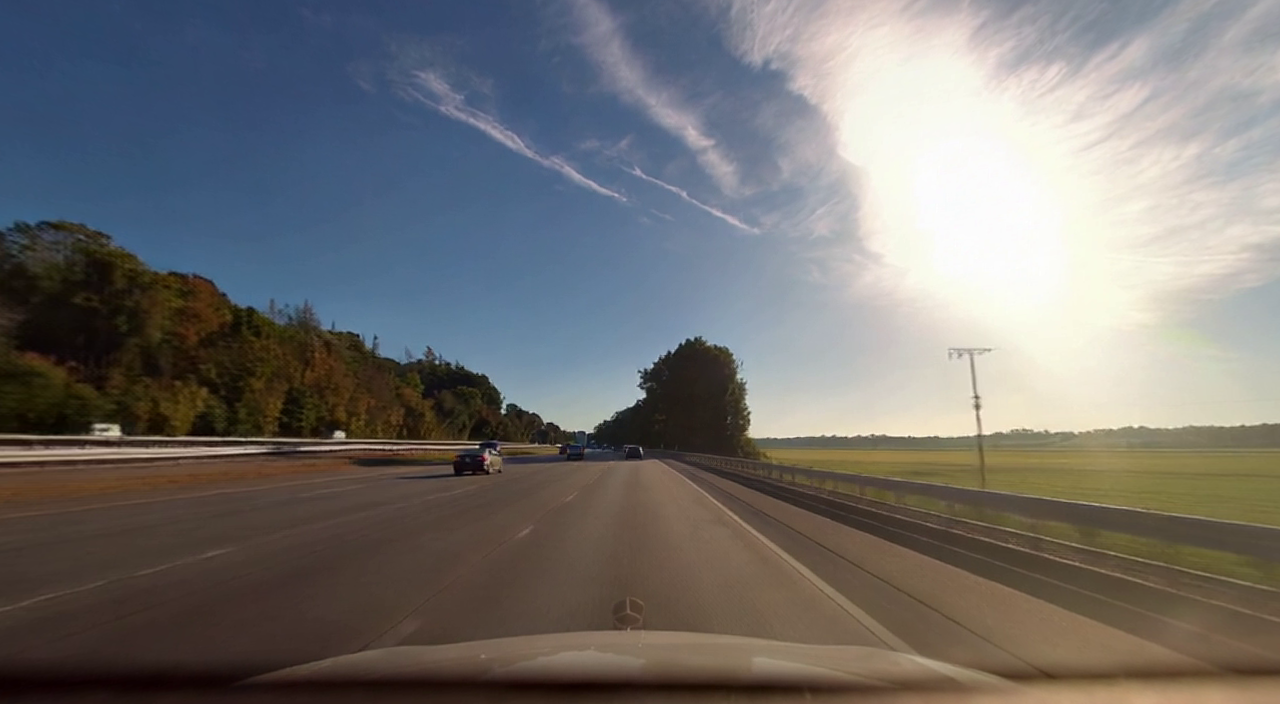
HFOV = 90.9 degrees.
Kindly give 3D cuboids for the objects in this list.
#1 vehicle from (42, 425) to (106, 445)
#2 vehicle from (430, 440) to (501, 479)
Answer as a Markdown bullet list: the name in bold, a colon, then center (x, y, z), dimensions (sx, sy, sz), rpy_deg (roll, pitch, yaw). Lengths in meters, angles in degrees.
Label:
- **vehicle**: center (-42.444, 6.255, 47.368), dimensions (1.565, 1.397, 3.499), rpy_deg (0, -8, 0)
- **vehicle**: center (-7.624, 4.719, 27.949), dimensions (1.972, 1.603, 3.891), rpy_deg (0, -8, 0)
